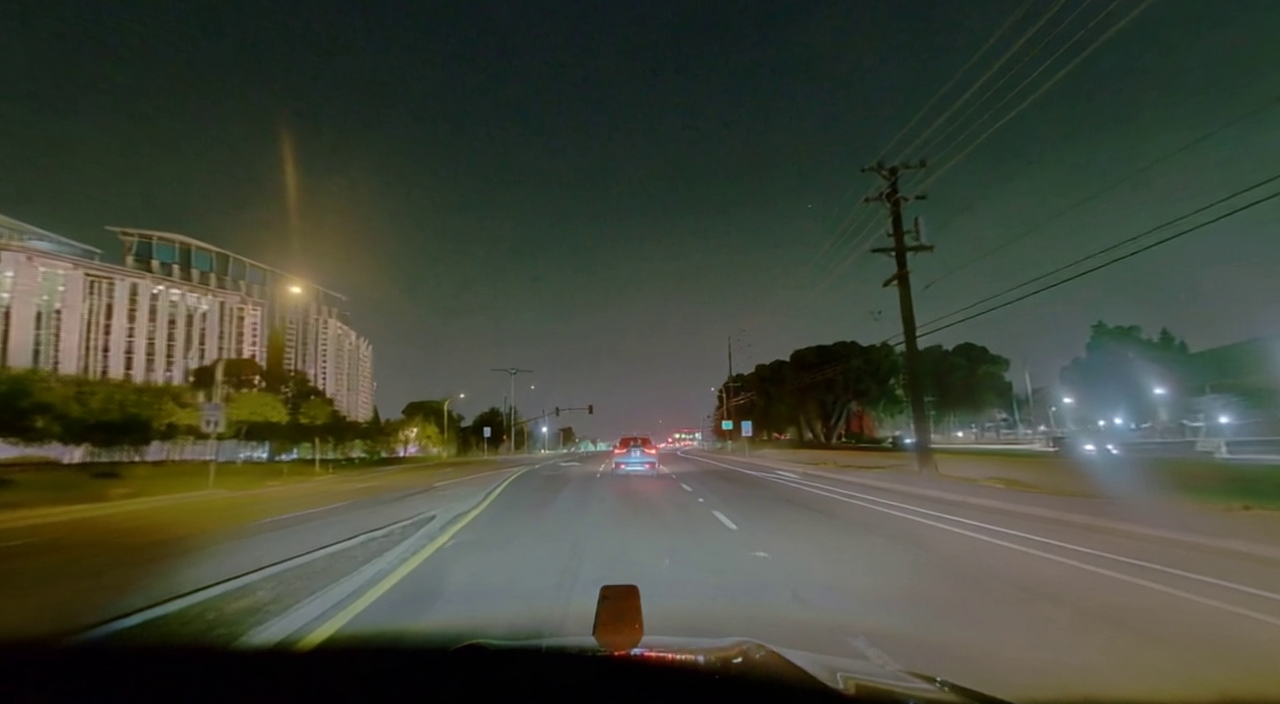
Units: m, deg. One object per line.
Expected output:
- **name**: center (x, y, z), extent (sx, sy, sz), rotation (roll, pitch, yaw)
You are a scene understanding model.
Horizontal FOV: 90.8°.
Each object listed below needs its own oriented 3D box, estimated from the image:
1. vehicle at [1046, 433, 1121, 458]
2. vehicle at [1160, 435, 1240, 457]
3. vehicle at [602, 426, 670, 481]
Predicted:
- **vehicle**: center (32.367, 6.842, 46.323), extent (1.961, 1.745, 4.981), rotation (0, -9, 1)
- **vehicle**: center (41.898, 7.009, 47.400), extent (1.837, 1.455, 4.531), rotation (-2, -8, 1)
- **vehicle**: center (-0.134, 3.613, 22.684), extent (2.189, 1.776, 4.342), rotation (0, -9, 0)
